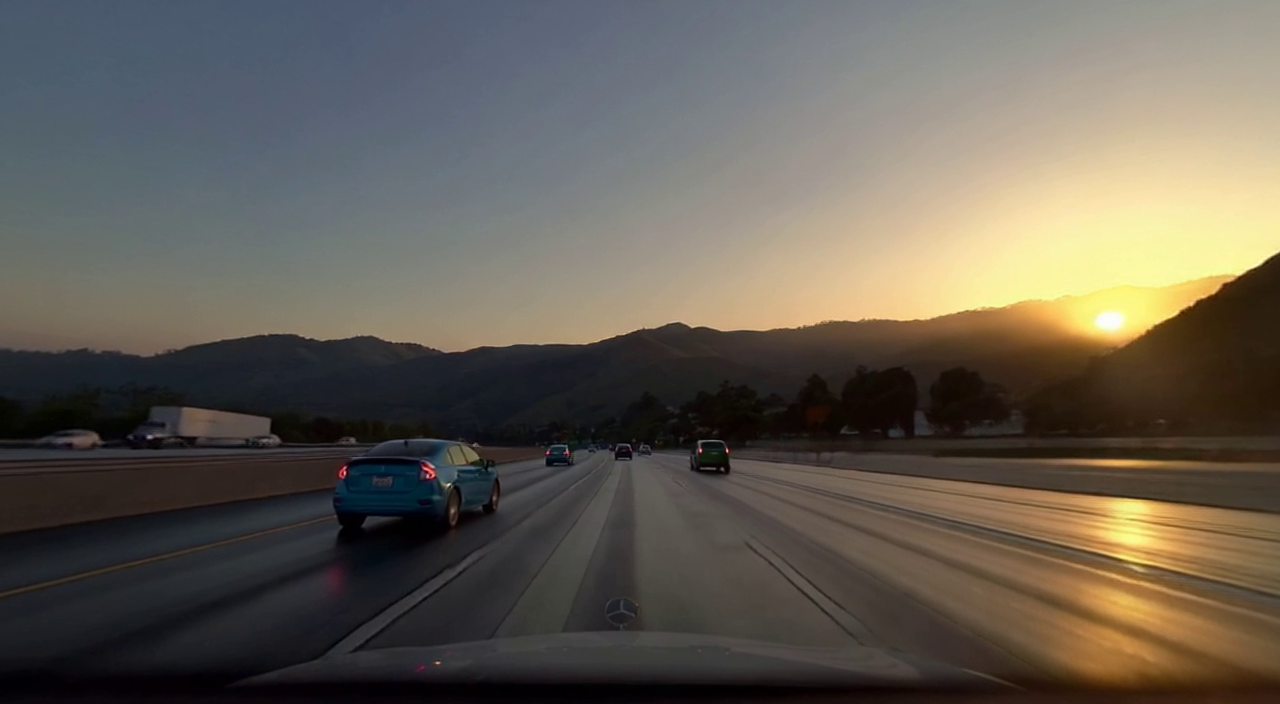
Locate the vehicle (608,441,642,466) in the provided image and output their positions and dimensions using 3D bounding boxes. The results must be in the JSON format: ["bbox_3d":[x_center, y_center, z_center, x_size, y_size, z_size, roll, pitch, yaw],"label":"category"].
[{"bbox_3d":[-0.972,6.773,42.220,2.147,1.572,4.094,0,-9,0],"label":"vehicle"}]

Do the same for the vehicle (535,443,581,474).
[{"bbox_3d":[-4.133,5.394,32.242,1.796,1.464,3.839,0,-9,0],"label":"vehicle"}]

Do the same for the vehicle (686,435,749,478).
[{"bbox_3d":[3.450,4.770,28.991,2.222,1.820,4.733,0,-9,-1],"label":"vehicle"}]

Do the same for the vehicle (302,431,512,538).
[{"bbox_3d":[-3.767,2.207,11.152,1.993,1.500,4.248,0,-9,2],"label":"vehicle"}]

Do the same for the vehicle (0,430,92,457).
[{"bbox_3d":[-35.664,5.500,37.697,1.745,1.497,4.313,0,-9,-1],"label":"vehicle"}]
